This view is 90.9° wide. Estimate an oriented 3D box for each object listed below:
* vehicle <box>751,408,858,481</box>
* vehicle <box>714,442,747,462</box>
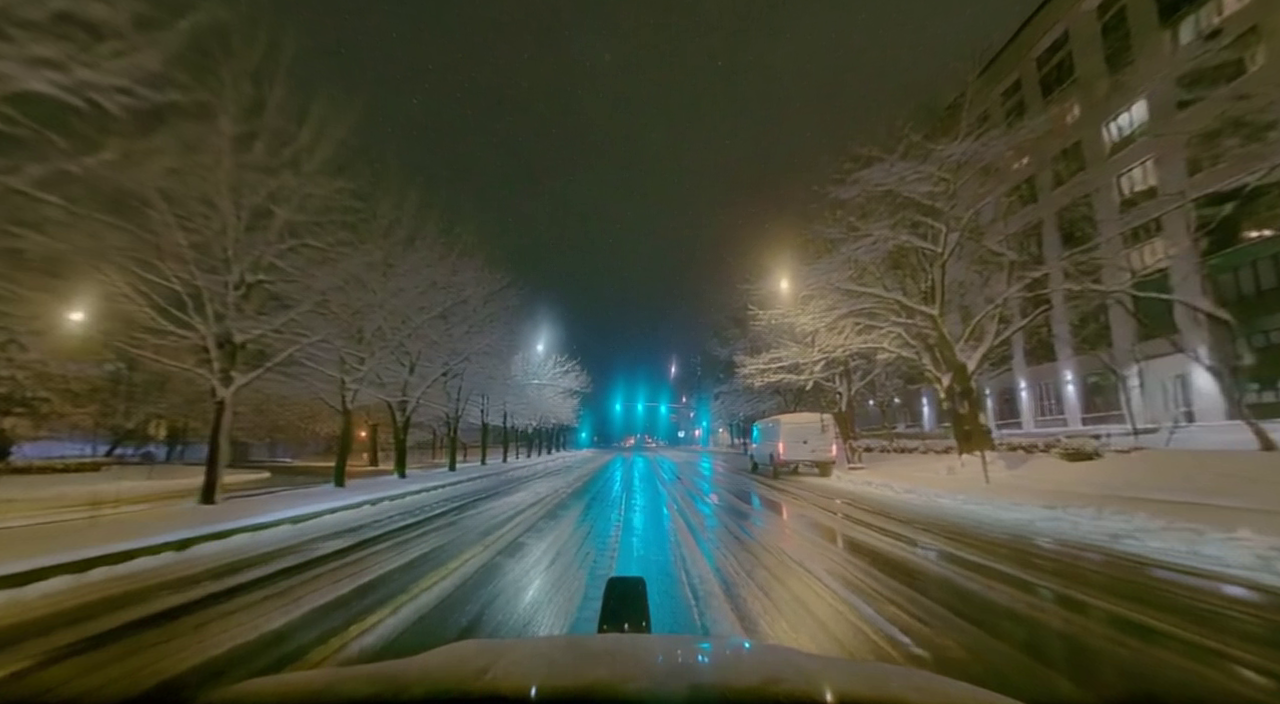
[{"bbox_3d":[6.452,3.779,25.791,2.762,2.607,6.182,0,-8,1],"label":"vehicle"},{"bbox_3d":[7.030,7.862,49.501,1.847,1.472,4.846,0,-8,0],"label":"vehicle"}]
